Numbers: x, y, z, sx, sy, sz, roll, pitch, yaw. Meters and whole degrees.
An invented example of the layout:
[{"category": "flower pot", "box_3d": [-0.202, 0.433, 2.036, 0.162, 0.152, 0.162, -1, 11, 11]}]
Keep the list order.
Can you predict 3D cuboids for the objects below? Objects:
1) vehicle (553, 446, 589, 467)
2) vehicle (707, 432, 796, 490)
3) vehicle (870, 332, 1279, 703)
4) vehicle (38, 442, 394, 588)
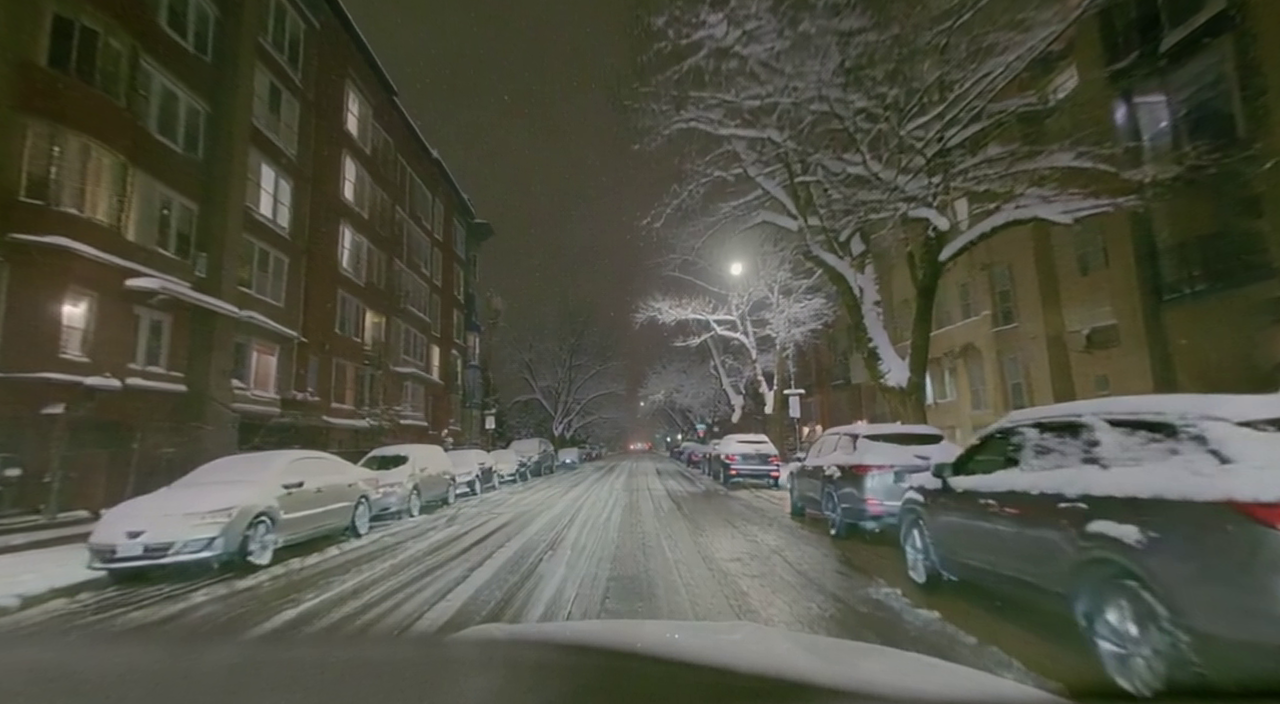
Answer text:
[{"category": "vehicle", "box_3d": [-5.093, 7.764, 47.211, 2.080, 1.458, 4.511, 0, -8, 1]}, {"category": "vehicle", "box_3d": [3.748, 3.769, 22.223, 2.082, 1.809, 4.998, 0, -8, -1]}, {"category": "vehicle", "box_3d": [3.639, 1.158, 4.637, 2.093, 1.801, 4.788, 2, -8, 0]}, {"category": "vehicle", "box_3d": [-5.218, 2.000, 8.711, 1.772, 1.466, 4.342, 0, -8, 2]}]
